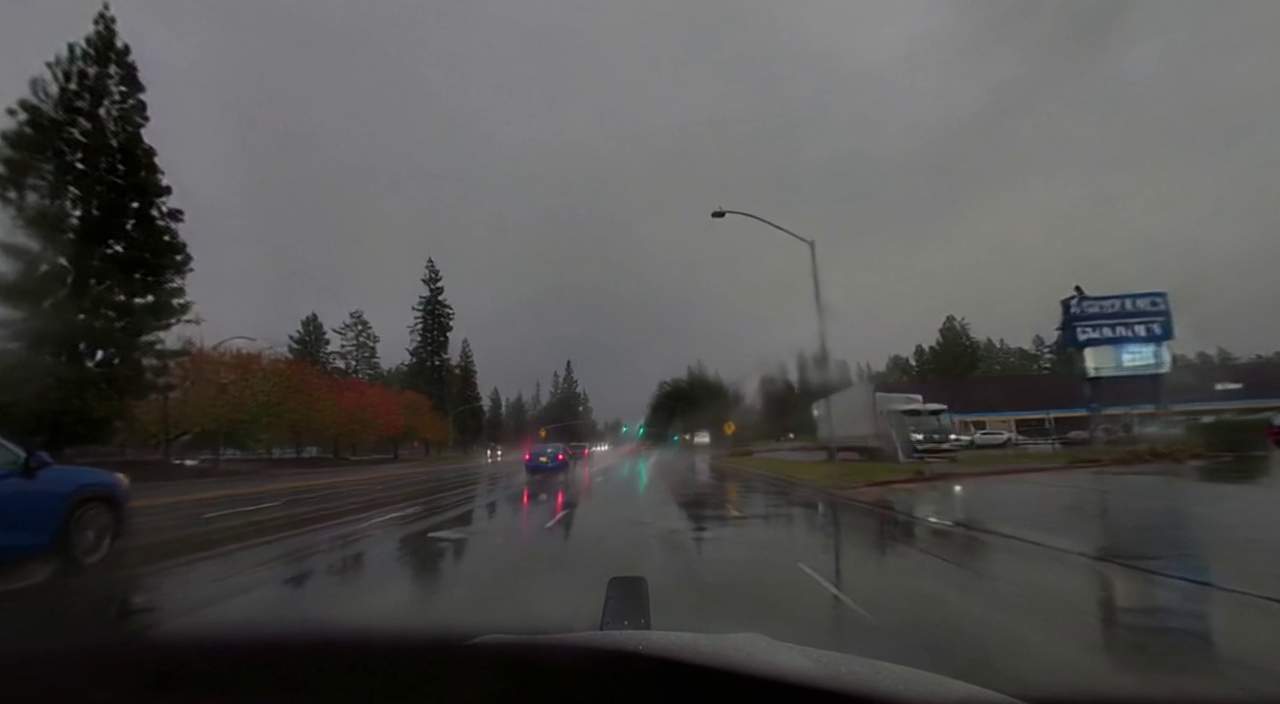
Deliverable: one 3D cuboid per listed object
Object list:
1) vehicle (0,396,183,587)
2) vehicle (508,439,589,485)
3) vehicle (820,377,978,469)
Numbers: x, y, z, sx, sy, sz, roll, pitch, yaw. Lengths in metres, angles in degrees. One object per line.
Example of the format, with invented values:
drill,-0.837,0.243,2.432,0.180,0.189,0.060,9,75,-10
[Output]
vehicle,-6.865,1.266,5.700,2.043,1.726,4.472,0,-9,0
vehicle,-3.193,3.955,22.981,2.152,1.479,4.394,0,-9,1
vehicle,12.100,3.692,31.127,2.995,3.704,10.928,0,-9,-1
